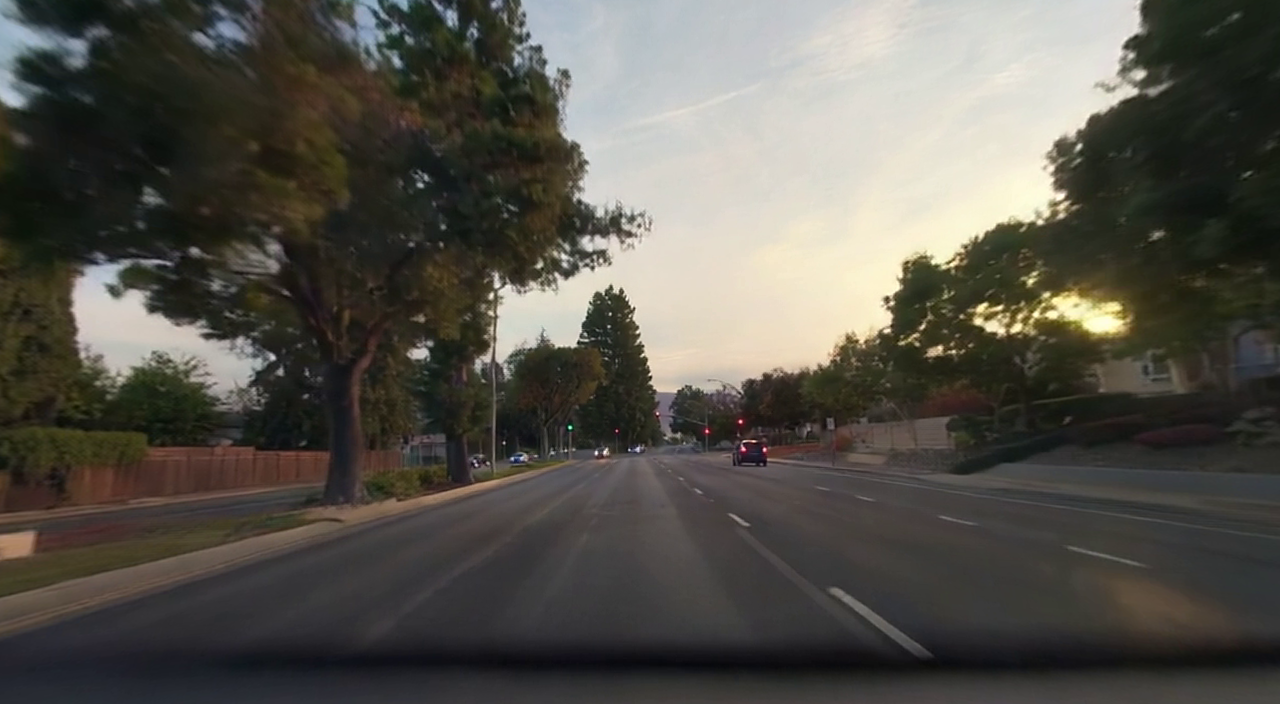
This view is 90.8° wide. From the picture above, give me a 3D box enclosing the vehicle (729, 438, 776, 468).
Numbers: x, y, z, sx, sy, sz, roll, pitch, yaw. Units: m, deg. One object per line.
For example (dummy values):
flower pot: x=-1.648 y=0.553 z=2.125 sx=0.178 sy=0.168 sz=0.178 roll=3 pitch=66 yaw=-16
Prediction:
vehicle: x=6.822 y=6.230 z=38.906 sx=2.011 sy=1.710 sz=4.357 roll=0 pitch=-9 yaw=-1
